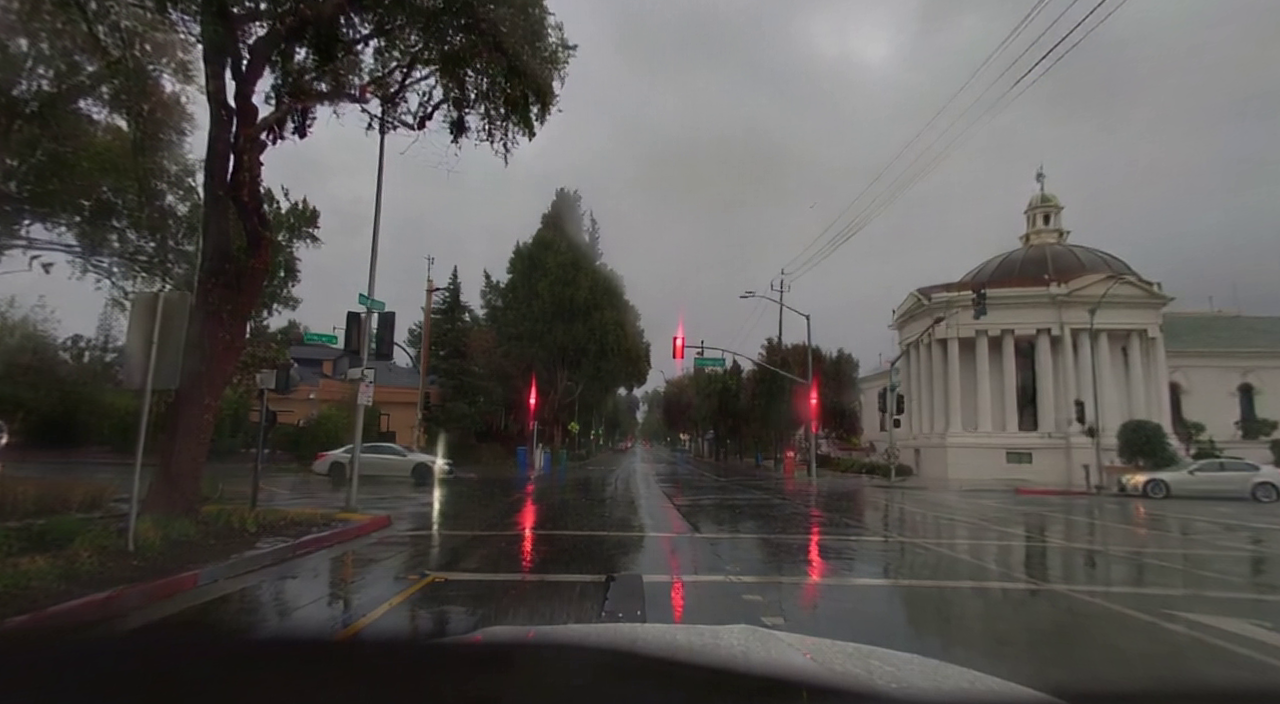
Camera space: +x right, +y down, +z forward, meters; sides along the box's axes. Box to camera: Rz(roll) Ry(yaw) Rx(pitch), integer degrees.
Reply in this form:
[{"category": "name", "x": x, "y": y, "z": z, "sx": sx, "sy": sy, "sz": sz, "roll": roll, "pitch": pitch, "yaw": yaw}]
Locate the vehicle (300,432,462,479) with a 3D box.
[{"category": "vehicle", "x": -8.843, "y": 3.558, "z": 21.866, "sx": 4.718, "sy": 1.497, "sz": 2.032, "roll": 0, "pitch": -9, "yaw": 4}]
